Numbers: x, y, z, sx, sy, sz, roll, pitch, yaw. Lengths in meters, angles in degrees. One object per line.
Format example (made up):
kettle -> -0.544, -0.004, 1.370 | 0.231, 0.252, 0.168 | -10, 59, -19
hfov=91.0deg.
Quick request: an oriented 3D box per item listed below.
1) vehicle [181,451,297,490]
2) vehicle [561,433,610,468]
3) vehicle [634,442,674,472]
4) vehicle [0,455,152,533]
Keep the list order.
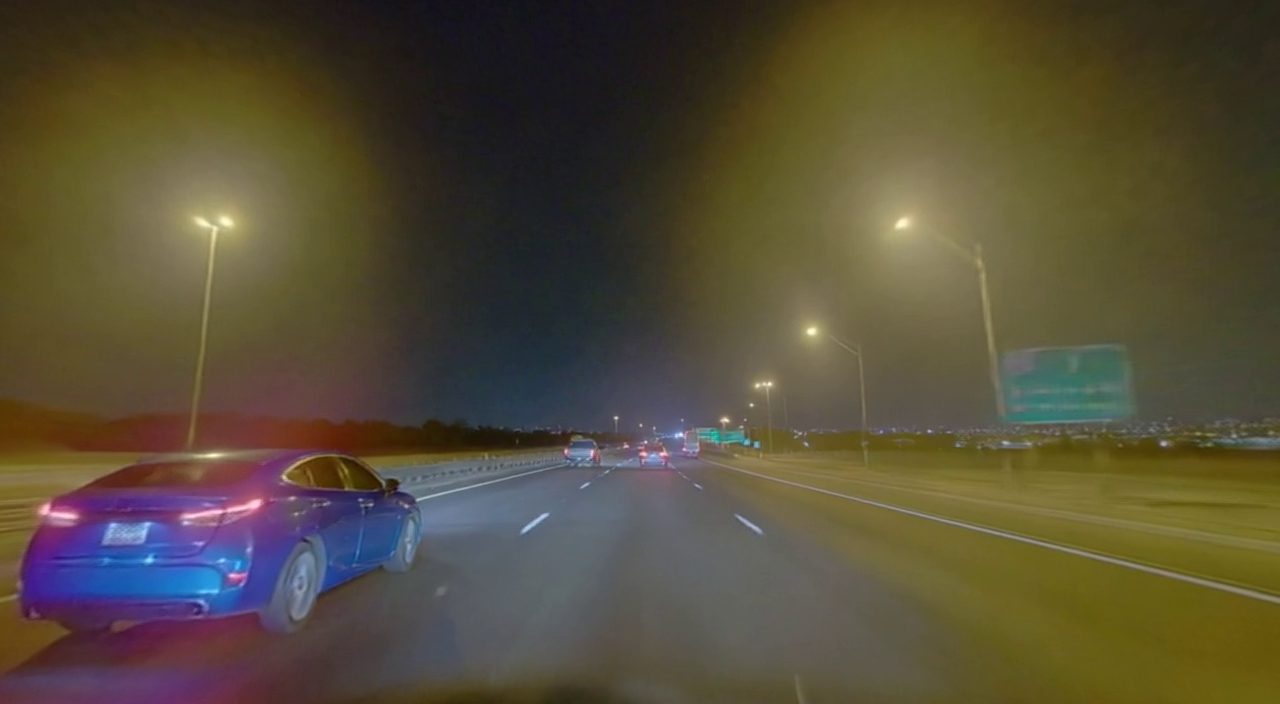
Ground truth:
vehicle -> -17.702, 5.218, 28.161 | 1.950, 1.538, 4.798 | 0, -9, 1
vehicle -> -3.052, 5.714, 36.540 | 2.264, 1.901, 4.647 | 0, -9, 2
vehicle -> 0.772, 5.767, 34.892 | 2.086, 1.548, 4.325 | 0, -9, 1
vehicle -> -13.717, 3.083, 14.049 | 1.911, 1.499, 4.586 | 0, -9, 1
